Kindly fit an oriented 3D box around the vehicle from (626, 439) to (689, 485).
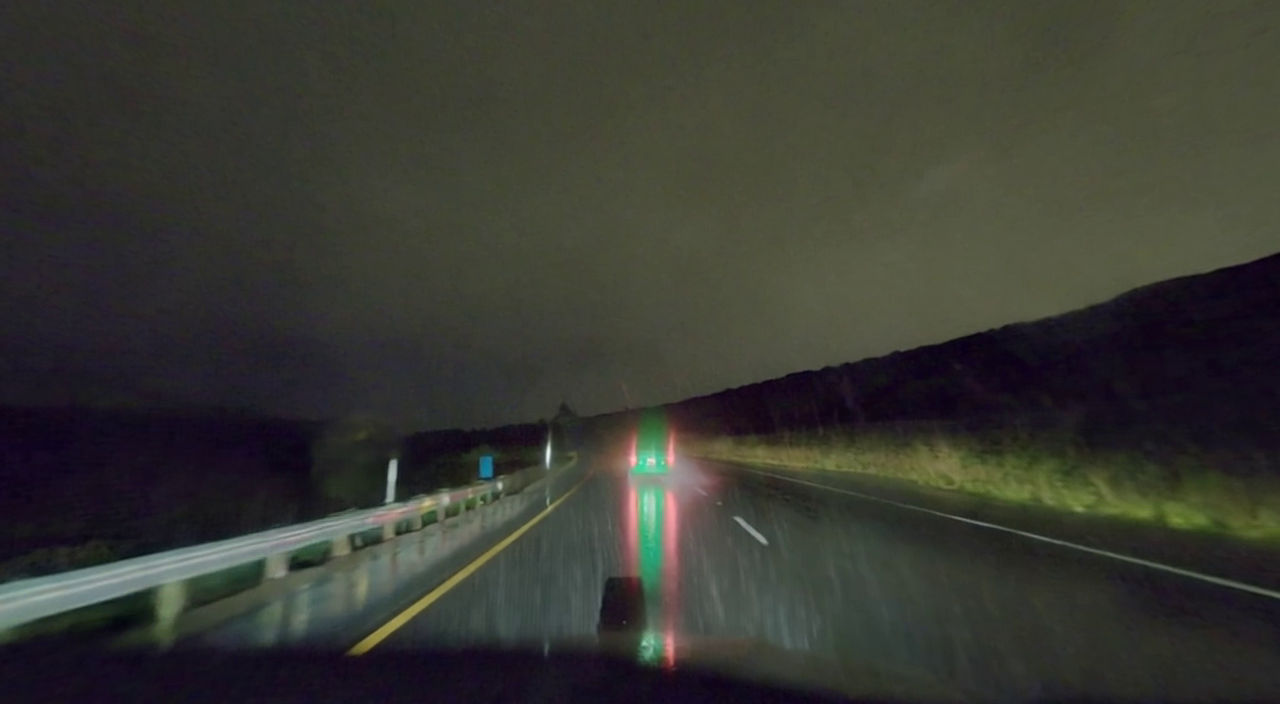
[{"bbox_3d":[0.533,3.962,23.032,2.029,1.474,4.183,0,-9,-2],"label":"vehicle"}]
